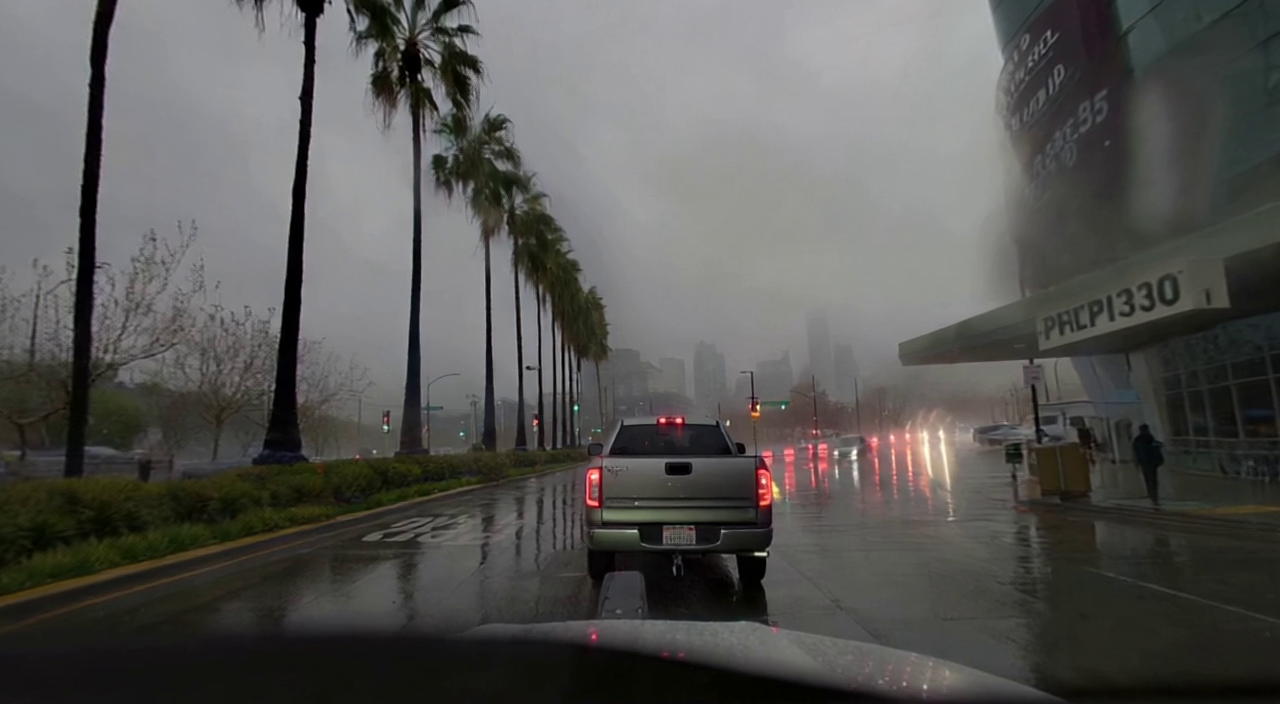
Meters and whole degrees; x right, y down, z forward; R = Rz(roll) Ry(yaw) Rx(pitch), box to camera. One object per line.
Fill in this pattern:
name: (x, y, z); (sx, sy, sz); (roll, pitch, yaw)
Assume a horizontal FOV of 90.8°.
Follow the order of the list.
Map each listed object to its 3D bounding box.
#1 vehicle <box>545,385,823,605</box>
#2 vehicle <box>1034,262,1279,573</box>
vehicle: (0.415, 1.584, 7.977); (2.311, 1.819, 5.255); (0, -8, 1)
vehicle: (7.867, 0.884, 8.573); (2.666, 3.345, 3.622); (-3, -9, 7)
